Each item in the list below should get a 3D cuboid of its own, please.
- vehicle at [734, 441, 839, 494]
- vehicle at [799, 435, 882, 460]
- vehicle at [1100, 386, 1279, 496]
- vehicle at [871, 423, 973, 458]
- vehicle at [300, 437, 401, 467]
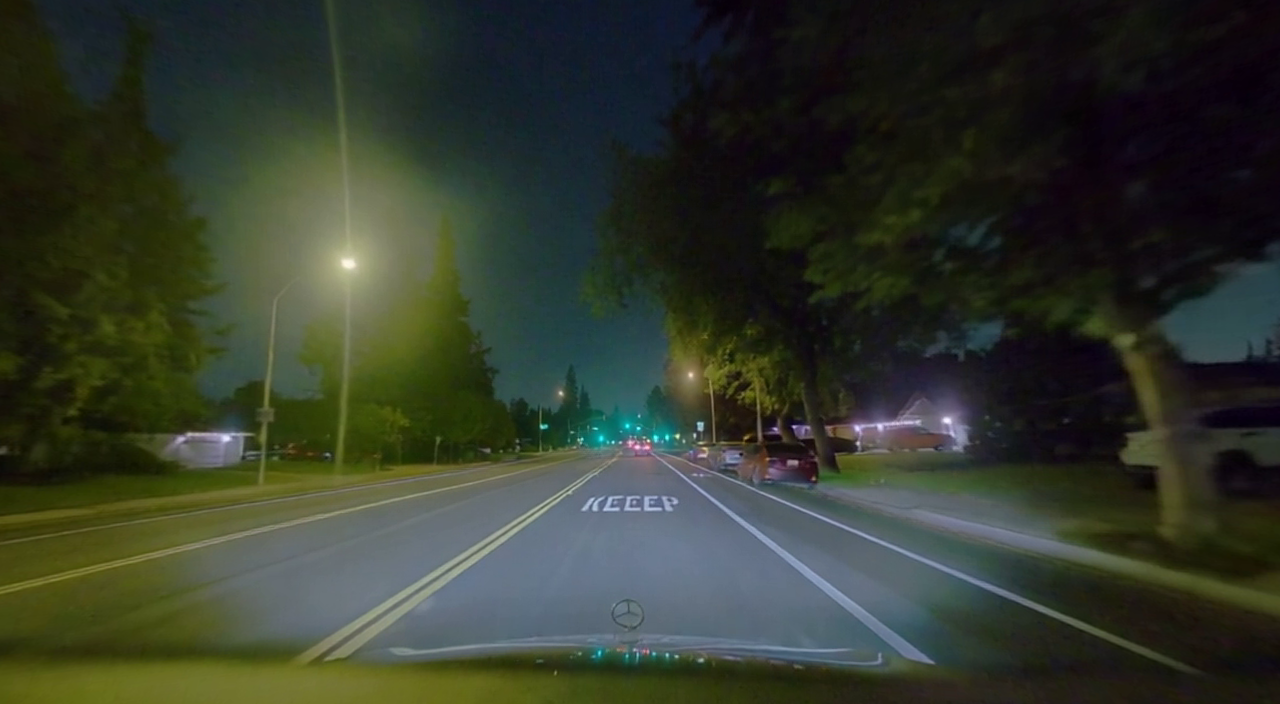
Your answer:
[{"bbox_3d":[4.514,3.628,20.360,1.968,1.467,5.107,0,-8,-3],"label":"vehicle"},{"bbox_3d":[12.598,6.022,39.756,4.593,1.480,1.819,0,-8,-2],"label":"vehicle"},{"bbox_3d":[12.548,1.766,12.569,4.857,1.987,2.296,0,-8,0],"label":"vehicle"},{"bbox_3d":[18.146,5.698,40.616,5.481,1.869,2.195,-2,-7,-7],"label":"vehicle"},{"bbox_3d":[-19.387,6.732,42.329,5.684,1.934,2.217,0,-8,0],"label":"vehicle"}]
